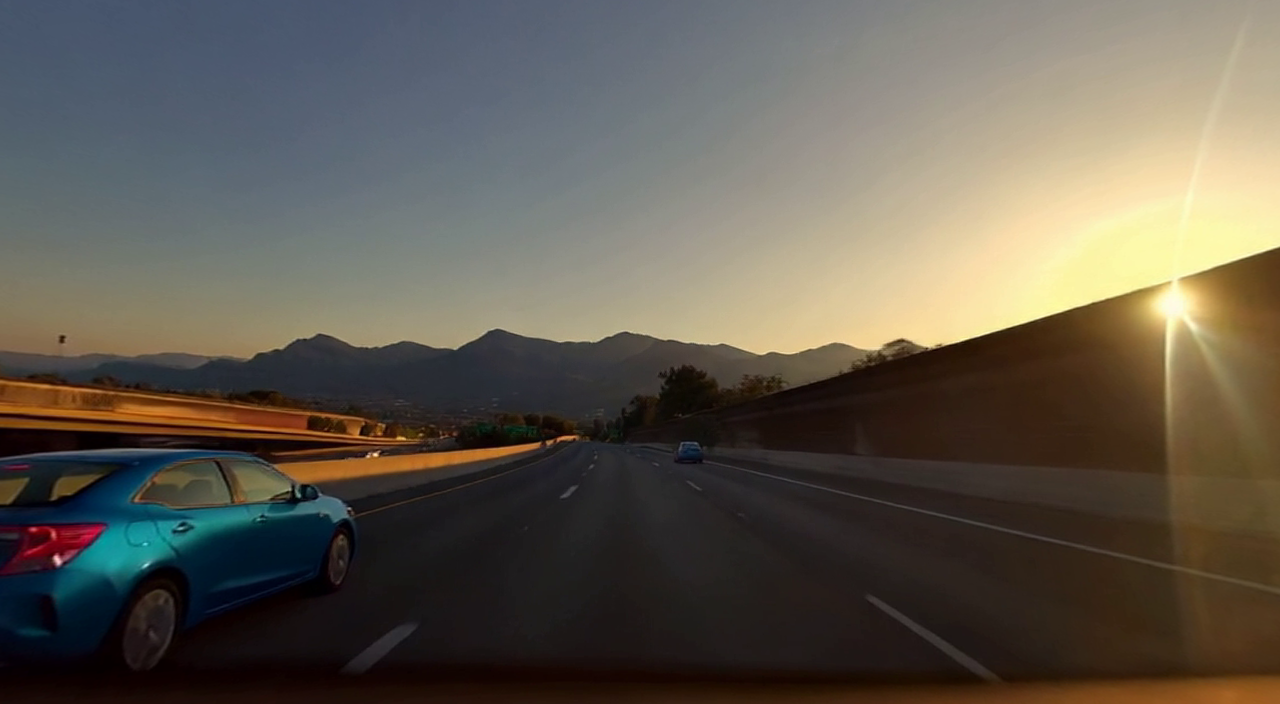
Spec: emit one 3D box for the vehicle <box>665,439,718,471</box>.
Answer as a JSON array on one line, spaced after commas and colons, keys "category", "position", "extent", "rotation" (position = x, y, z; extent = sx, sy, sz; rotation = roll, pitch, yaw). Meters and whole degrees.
[{"category": "vehicle", "position": [2.415, 4.992, 30.647], "extent": [1.985, 1.440, 4.466], "rotation": [0, -9, -3]}]
